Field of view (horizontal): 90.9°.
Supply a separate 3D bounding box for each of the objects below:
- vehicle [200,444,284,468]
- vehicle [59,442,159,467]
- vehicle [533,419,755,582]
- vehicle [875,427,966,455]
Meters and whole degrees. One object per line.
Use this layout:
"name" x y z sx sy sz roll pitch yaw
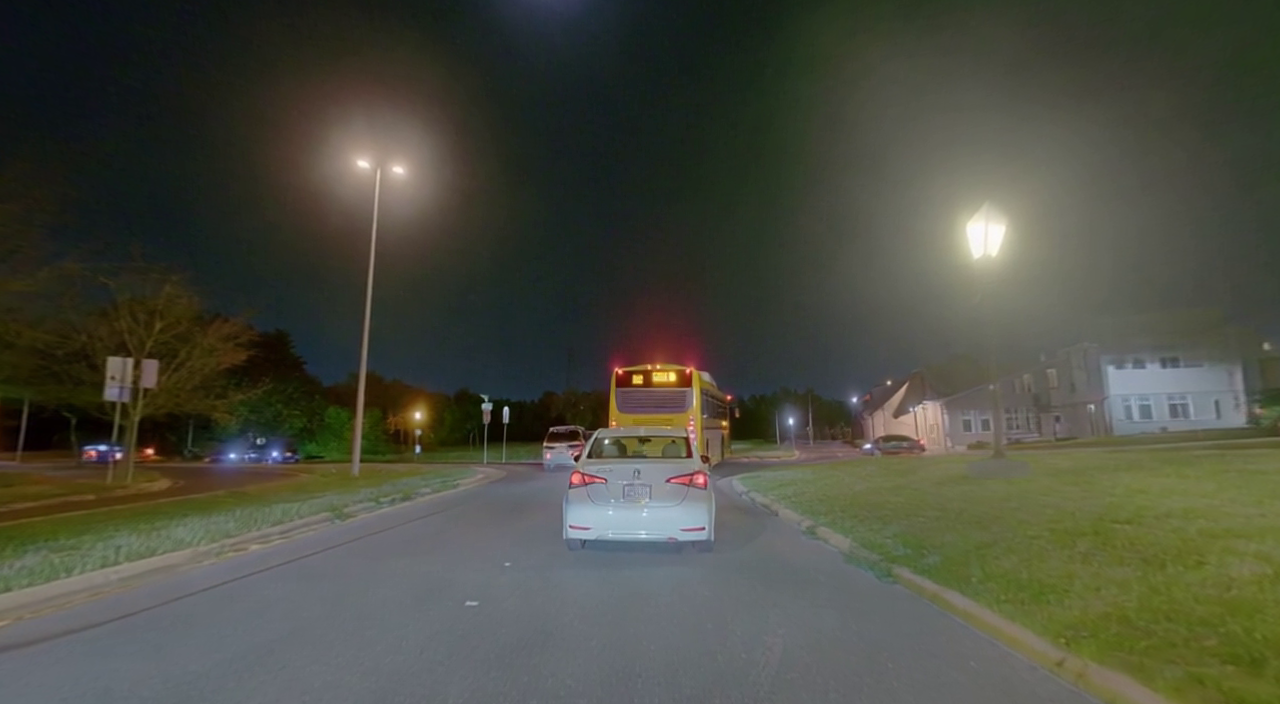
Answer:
"vehicle" -25.981 6.794 41.333 4.403 1.422 1.697 4 -9 -26
"vehicle" -32.071 6.192 38.212 4.473 1.442 1.743 7 -11 -39
"vehicle" 0.067 1.649 7.787 2.020 1.478 3.922 0 -8 1
"vehicle" 15.822 5.056 35.654 4.338 1.464 1.782 -6 -10 35
